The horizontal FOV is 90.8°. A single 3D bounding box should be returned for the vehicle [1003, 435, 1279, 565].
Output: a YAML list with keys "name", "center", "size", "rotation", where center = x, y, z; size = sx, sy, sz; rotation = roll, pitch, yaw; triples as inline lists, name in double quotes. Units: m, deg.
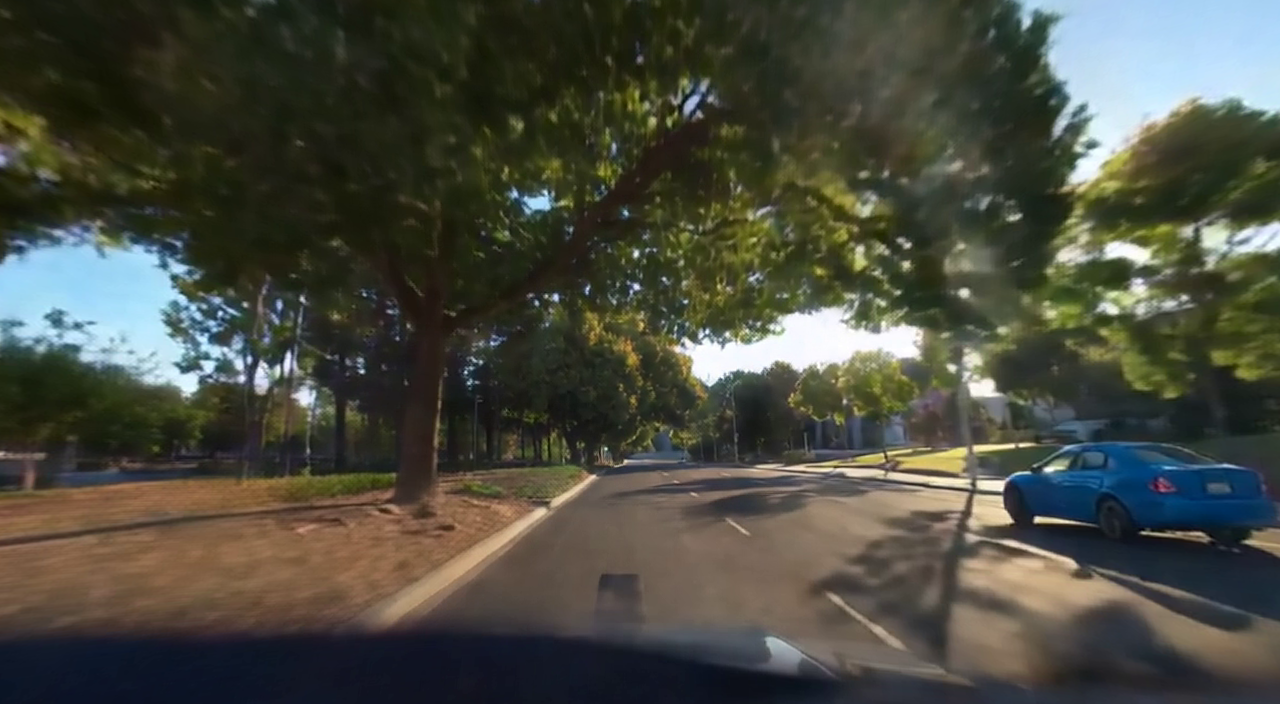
- name: "vehicle"
  center: [7.280, 2.012, 9.253]
  size: [1.797, 1.518, 3.433]
  rotation: [0, -9, -1]
